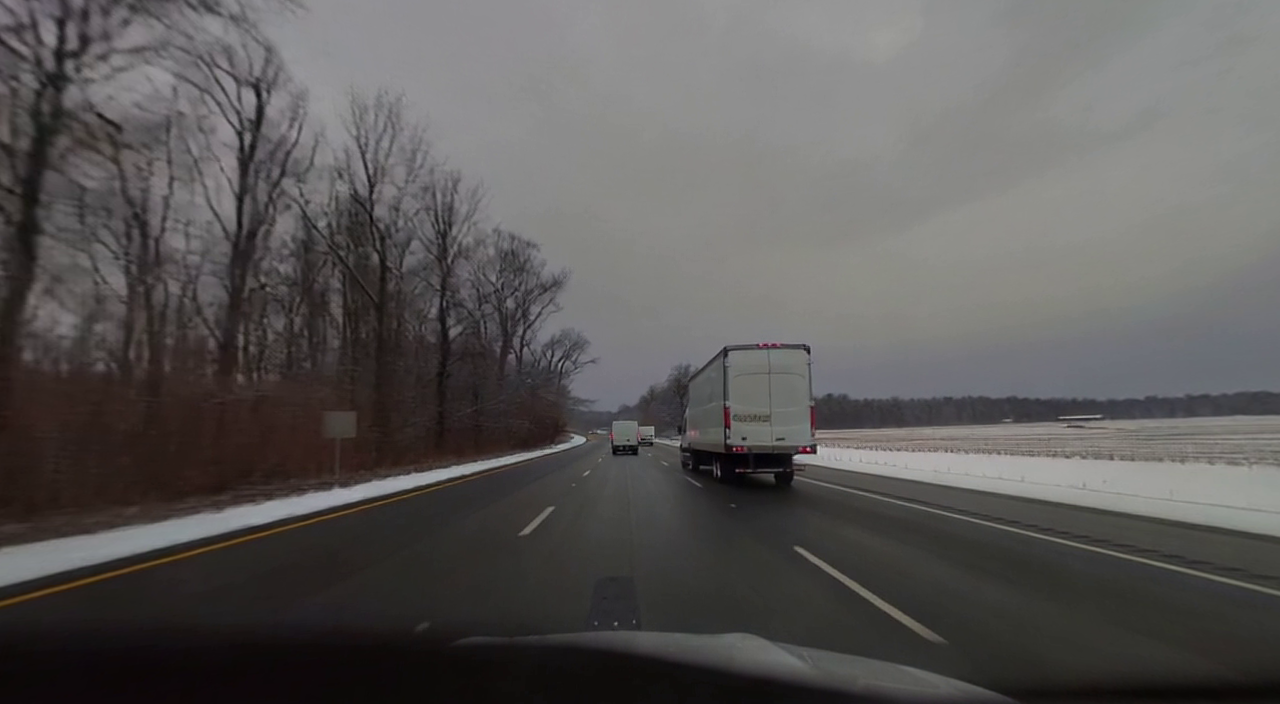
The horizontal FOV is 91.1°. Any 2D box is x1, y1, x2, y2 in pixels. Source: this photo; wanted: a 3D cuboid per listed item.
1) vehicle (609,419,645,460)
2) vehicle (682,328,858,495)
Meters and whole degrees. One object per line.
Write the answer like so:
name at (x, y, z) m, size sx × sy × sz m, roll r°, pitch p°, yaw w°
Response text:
vehicle at (-0.880, 6.057, 43.677) m, size 2.389 × 2.637 × 5.437 m, roll 0°, pitch -8°, yaw -1°
vehicle at (3.627, 2.322, 22.146) m, size 3.128 × 4.087 × 13.351 m, roll 0°, pitch -8°, yaw -1°
